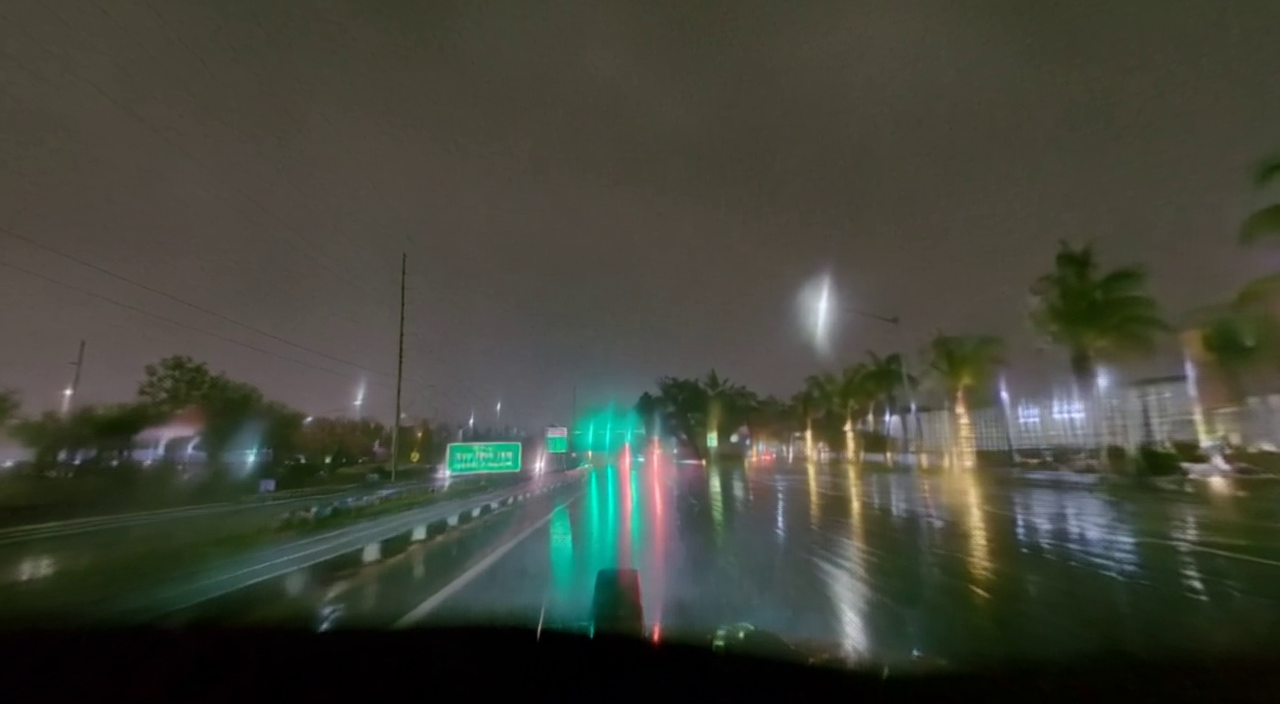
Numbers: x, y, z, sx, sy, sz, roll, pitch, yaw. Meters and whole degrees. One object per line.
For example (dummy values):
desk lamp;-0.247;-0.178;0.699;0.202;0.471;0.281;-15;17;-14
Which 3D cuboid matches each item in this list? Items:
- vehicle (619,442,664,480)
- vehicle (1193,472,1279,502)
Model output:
vehicle;0.010;5.370;31.313;2.089;1.718;4.193;0;-9;-2
vehicle;35.196;7.844;36.698;3.945;1.538;1.796;-3;-12;5
